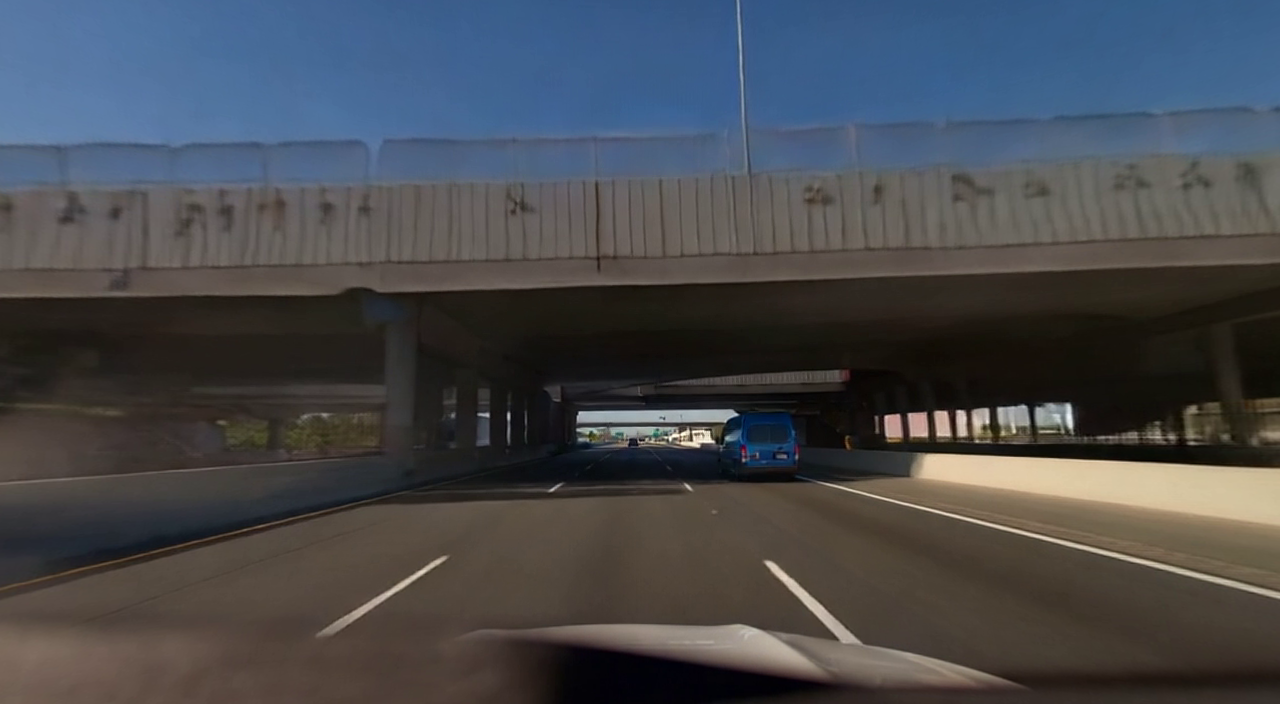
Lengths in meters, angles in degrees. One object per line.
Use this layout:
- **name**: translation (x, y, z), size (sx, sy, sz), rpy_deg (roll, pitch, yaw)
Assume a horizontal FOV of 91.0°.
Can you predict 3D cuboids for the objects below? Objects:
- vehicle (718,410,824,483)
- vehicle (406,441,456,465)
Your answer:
- **vehicle**: translation (3.914, 2.933, 19.733), size (2.161, 2.002, 4.631), rpy_deg (0, -8, -2)
- **vehicle**: translation (-14.039, 6.797, 42.589), size (1.890, 1.523, 4.262), rpy_deg (-1, -8, 0)
